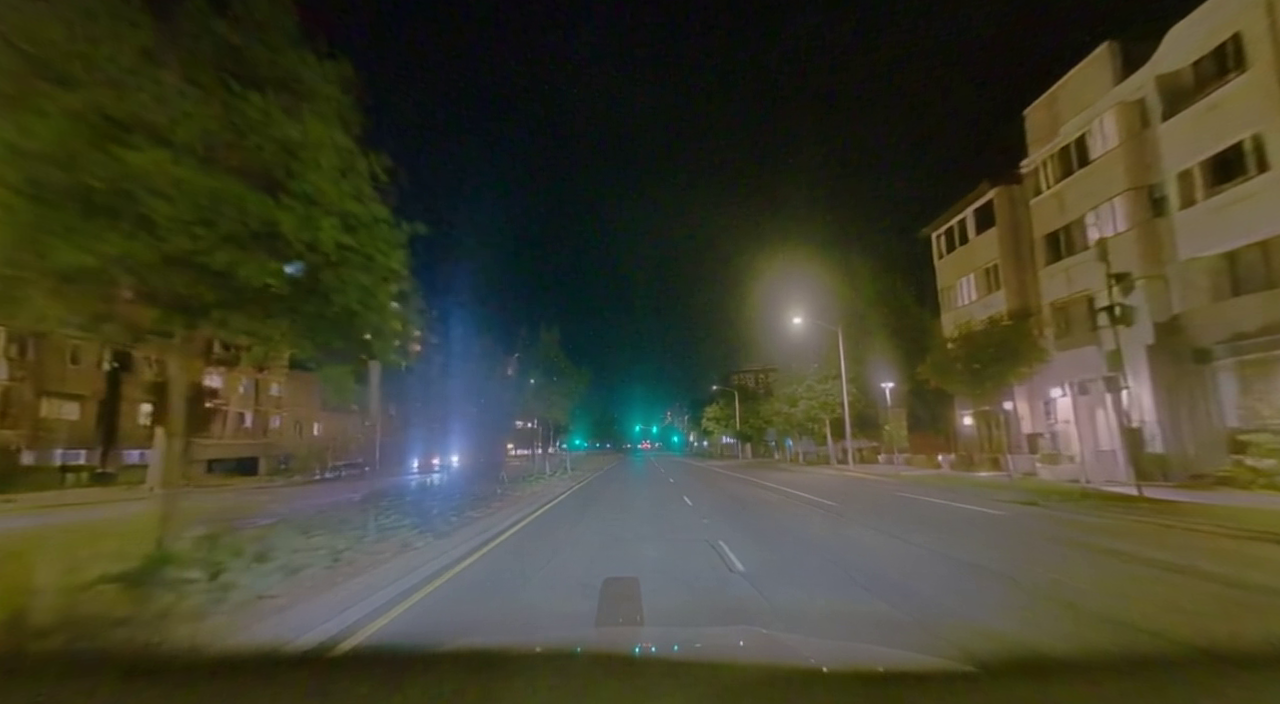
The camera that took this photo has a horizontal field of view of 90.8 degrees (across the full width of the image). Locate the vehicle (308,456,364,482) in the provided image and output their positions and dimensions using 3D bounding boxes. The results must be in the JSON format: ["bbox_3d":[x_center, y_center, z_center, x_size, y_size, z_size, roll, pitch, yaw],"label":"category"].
[{"bbox_3d":[-19.803,7.623,41.302,1.855,1.498,3.587,0,-8,1],"label":"vehicle"}]

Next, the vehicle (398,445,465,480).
[{"bbox_3d":[-12.477,6.631,38.266,2.139,1.931,5.419,0,-8,1],"label":"vehicle"}]
